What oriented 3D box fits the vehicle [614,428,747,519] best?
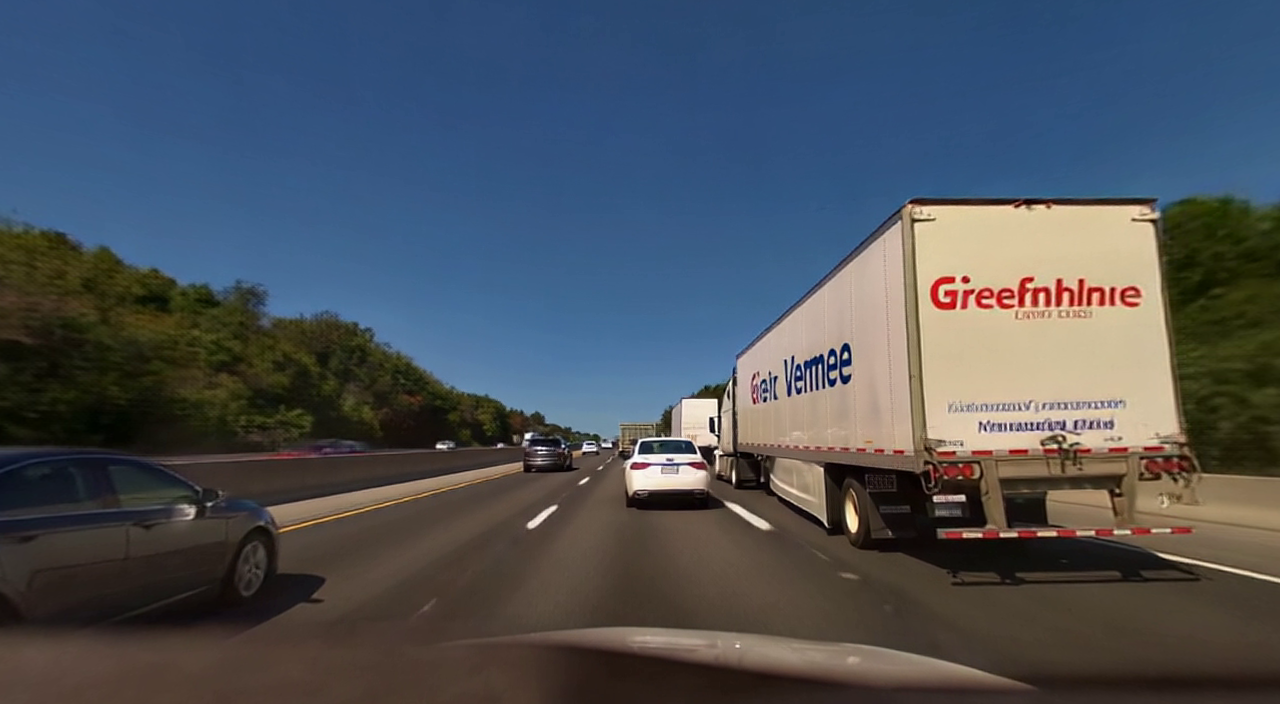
[{"bbox_3d":[0.610,2.305,12.599,2.200,1.495,4.282,0,-8,-2],"label":"vehicle"}]

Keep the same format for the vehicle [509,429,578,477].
[{"bbox_3d":[-3.704,3.940,24.990,2.006,1.729,4.447,0,-8,0],"label":"vehicle"}]

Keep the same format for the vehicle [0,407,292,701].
[{"bbox_3d":[-4.321,1.072,3.514,2.100,1.491,4.676,0,-8,0],"label":"vehicle"}]

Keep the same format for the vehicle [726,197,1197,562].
[{"bbox_3d":[4.454,1.203,14.154,2.883,4.070,14.423,0,-8,-1],"label":"vehicle"}]

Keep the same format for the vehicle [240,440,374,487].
[{"bbox_3d":[-11.283,3.766,21.833,2.037,1.397,4.817,0,-8,0],"label":"vehicle"}]
